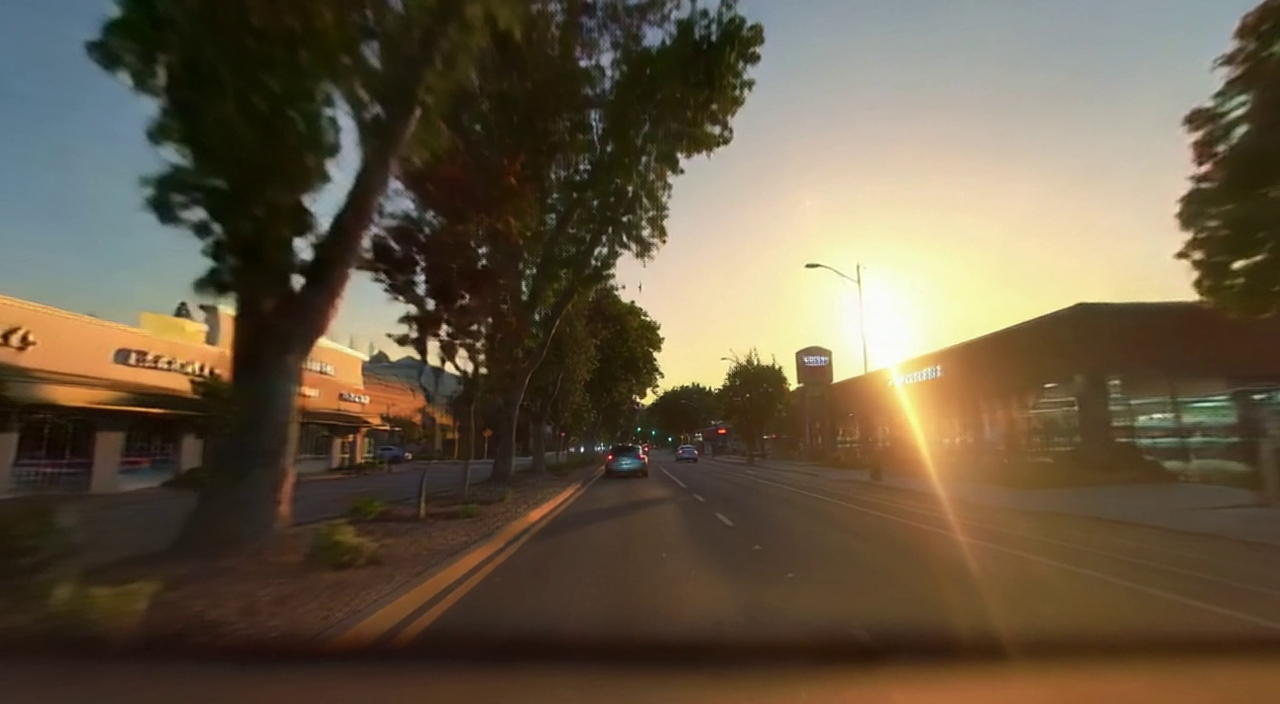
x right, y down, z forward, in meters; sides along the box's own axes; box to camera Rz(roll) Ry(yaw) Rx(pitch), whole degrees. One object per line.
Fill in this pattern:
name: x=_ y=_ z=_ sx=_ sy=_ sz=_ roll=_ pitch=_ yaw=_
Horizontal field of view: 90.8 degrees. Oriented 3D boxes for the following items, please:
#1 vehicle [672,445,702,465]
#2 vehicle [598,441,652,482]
vehicle: x=3.644 y=8.058 z=49.778 sx=1.910 sy=1.474 sz=4.003 roll=0 pitch=-8 yaw=-2
vehicle: x=-0.566 y=4.347 z=25.334 sx=2.006 sy=1.487 sz=3.535 roll=-1 pitch=-8 yaw=0
